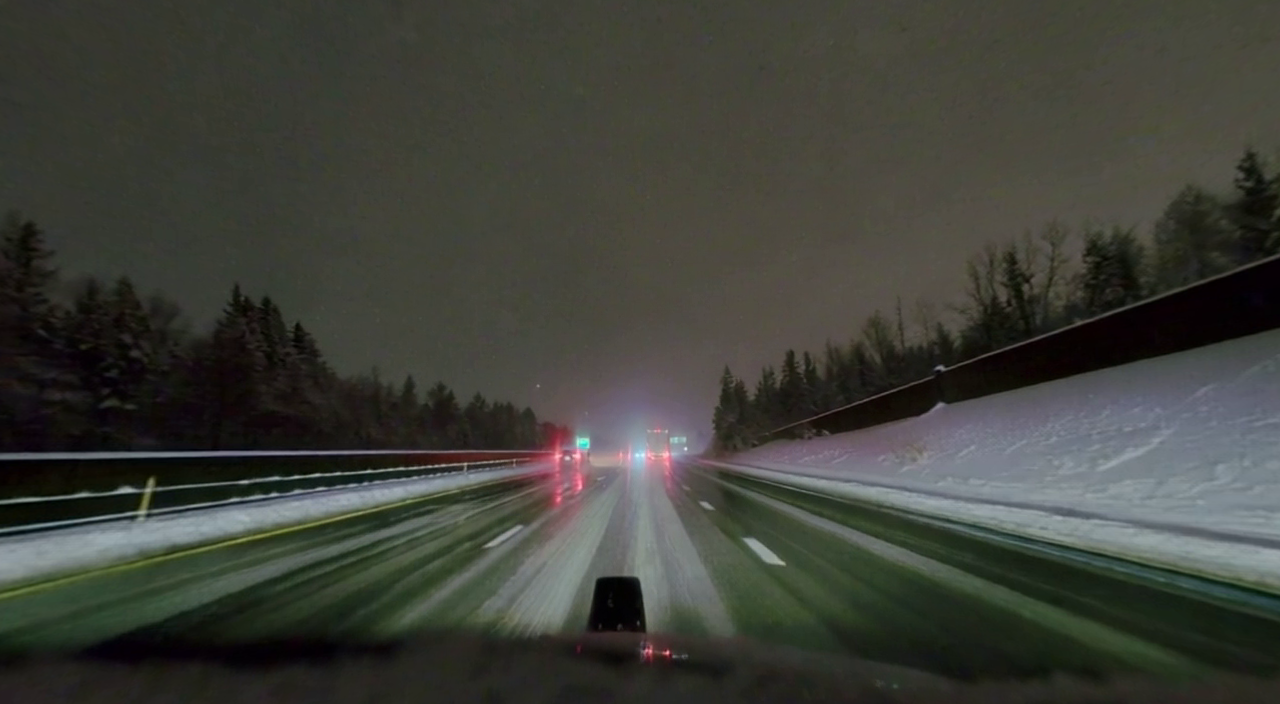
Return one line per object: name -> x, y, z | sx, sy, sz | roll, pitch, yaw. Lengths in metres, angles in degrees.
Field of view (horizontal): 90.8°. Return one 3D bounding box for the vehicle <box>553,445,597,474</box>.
vehicle -> -3.832, 6.373, 37.674 | 2.035, 1.595, 4.022 | 0, -9, 2
